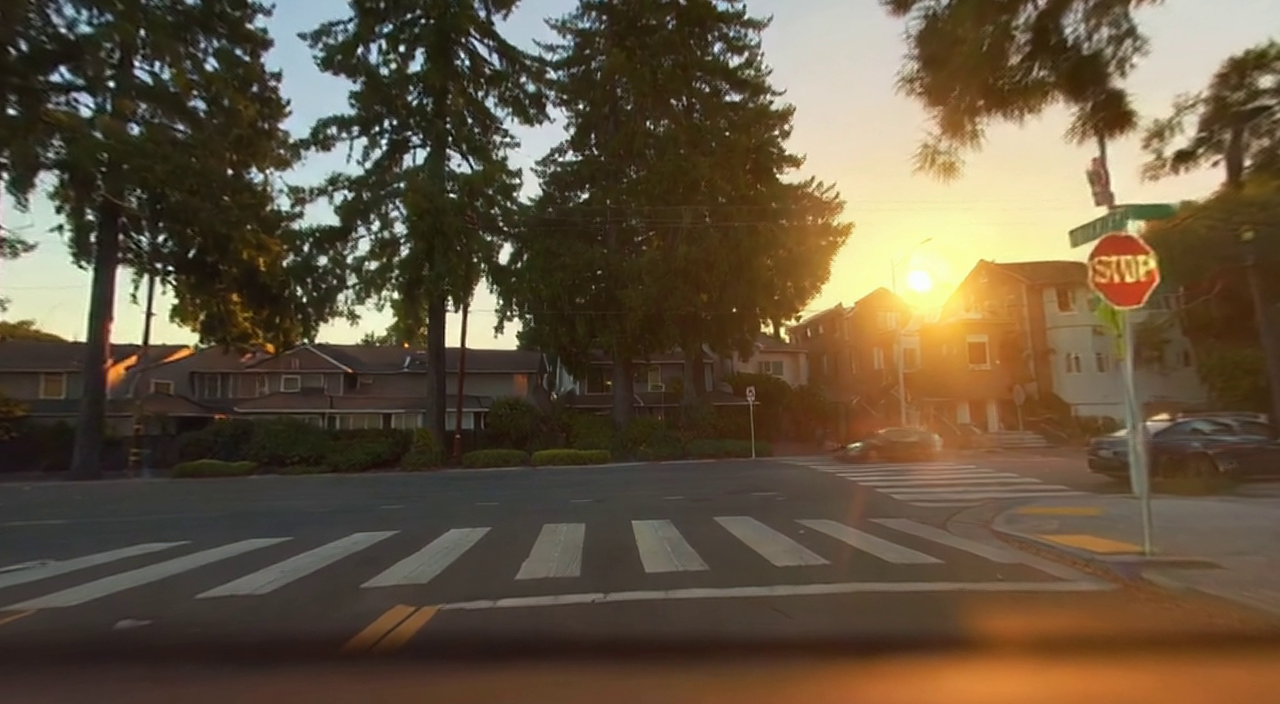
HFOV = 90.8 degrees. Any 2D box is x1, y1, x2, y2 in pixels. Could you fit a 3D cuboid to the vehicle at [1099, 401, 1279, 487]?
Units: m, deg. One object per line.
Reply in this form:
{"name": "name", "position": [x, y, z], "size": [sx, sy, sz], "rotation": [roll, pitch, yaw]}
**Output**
{"name": "vehicle", "position": [12.801, 1.993, 13.749], "size": [4.208, 1.685, 2.014], "rotation": [1, -8, -8]}

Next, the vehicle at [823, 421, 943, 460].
{"name": "vehicle", "position": [9.968, 3.653, 26.022], "size": [4.296, 1.499, 1.814], "rotation": [2, -8, -13]}
